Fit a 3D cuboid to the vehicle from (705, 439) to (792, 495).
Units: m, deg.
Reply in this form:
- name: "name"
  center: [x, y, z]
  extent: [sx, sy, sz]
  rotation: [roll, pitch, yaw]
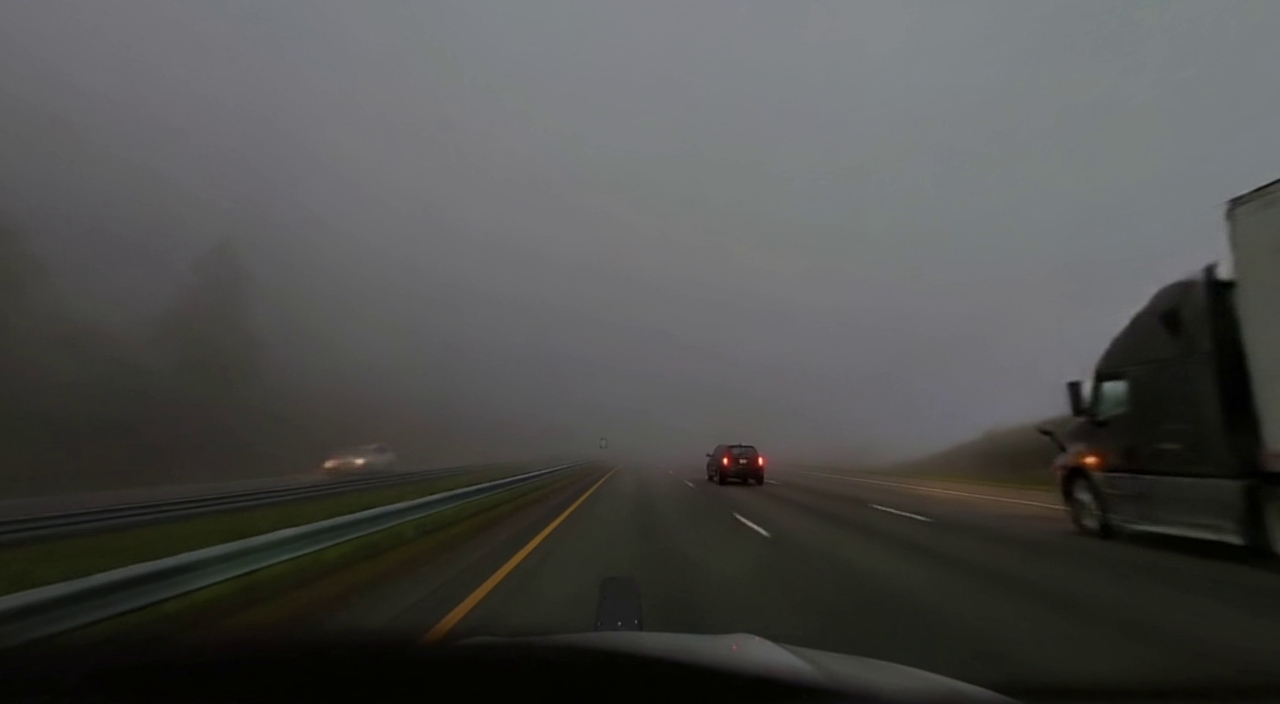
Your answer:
- name: "vehicle"
  center: [3.322, 3.605, 20.004]
  extent: [2.024, 1.579, 3.707]
  rotation: [0, -9, -1]

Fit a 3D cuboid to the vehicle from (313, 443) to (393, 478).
- name: "vehicle"
  center: [-15.057, 5.712, 33.299]
  extent: [2.062, 1.666, 4.521]
  rotation: [-1, -9, 1]

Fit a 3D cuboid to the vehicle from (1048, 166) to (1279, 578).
- name: "vehicle"
  center: [7.736, 0.279, 6.754]
  extent: [2.935, 3.986, 5.201]
  rotation: [0, -9, 0]
